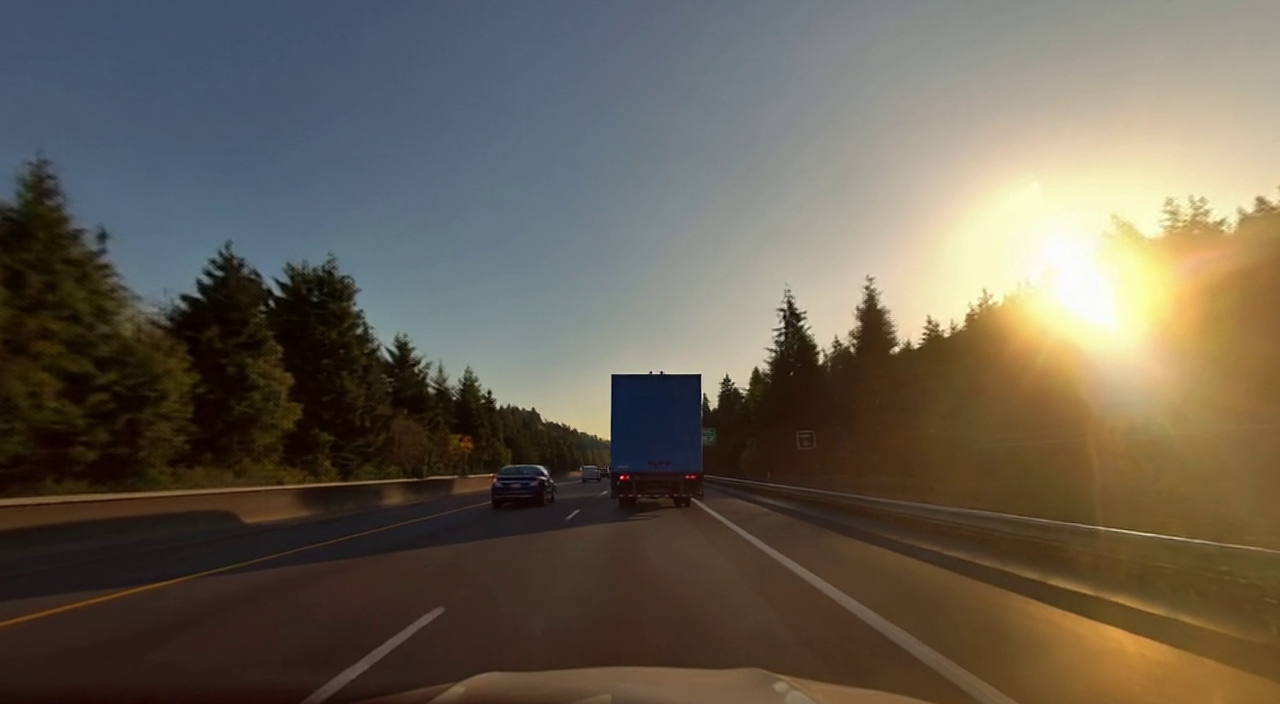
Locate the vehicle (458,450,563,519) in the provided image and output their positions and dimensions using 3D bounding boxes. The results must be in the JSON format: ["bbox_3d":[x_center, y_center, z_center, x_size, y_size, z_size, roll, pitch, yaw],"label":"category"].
[{"bbox_3d":[-3.558,3.783,18.281,2.076,1.691,4.555,1,-10,0],"label":"vehicle"}]

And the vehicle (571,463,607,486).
[{"bbox_3d":[-3.524,8.632,44.422,2.079,1.506,4.821,0,-10,1],"label":"vehicle"}]

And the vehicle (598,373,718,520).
[{"bbox_3d":[0.379,3.251,20.835,3.008,3.678,9.512,1,-10,-1],"label":"vehicle"}]
